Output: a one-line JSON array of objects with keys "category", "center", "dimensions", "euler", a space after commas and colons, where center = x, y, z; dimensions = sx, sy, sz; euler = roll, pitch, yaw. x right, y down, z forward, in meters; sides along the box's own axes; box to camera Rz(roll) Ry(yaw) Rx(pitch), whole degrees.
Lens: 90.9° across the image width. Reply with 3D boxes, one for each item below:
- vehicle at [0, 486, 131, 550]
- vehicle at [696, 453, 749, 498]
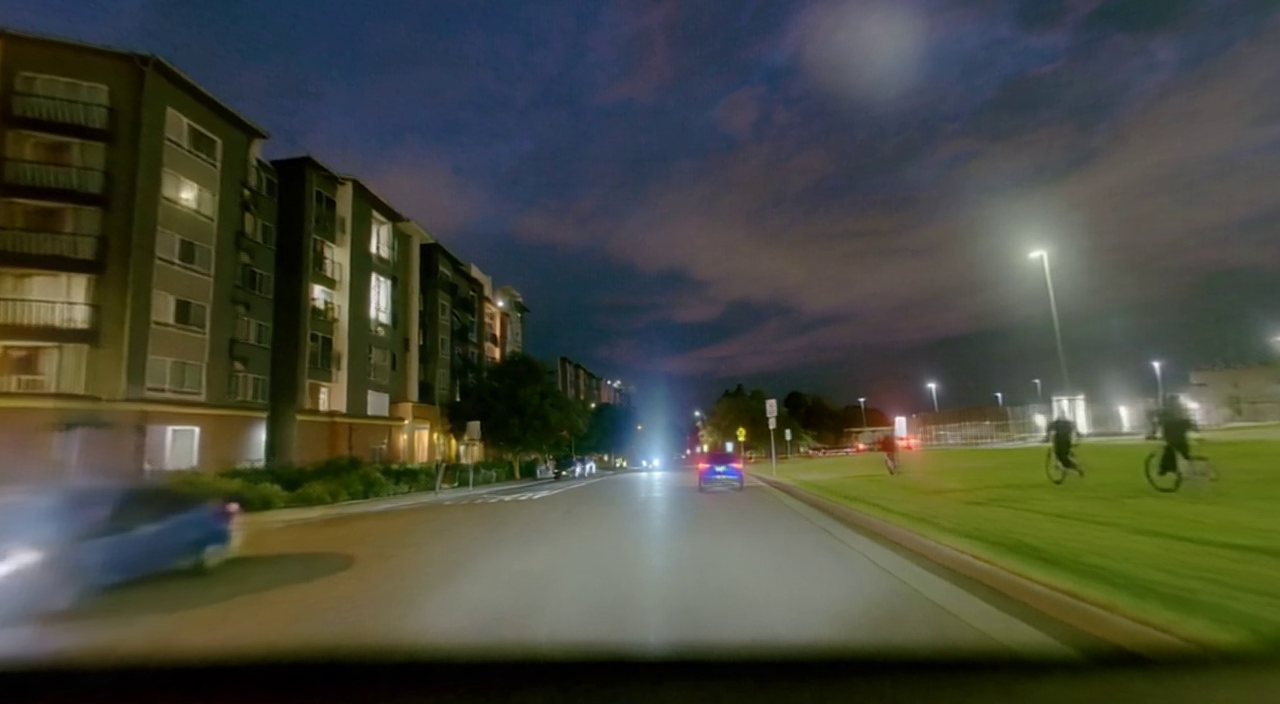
[{"category": "vehicle", "center": [-17.041, 4.541, 17.251], "dimensions": [4.607, 1.409, 2.116], "euler": [7, -11, -41]}, {"category": "vehicle", "center": [2.769, 4.187, 21.583], "dimensions": [1.559, 1.351, 2.452], "euler": [-4, -10, 4]}]
